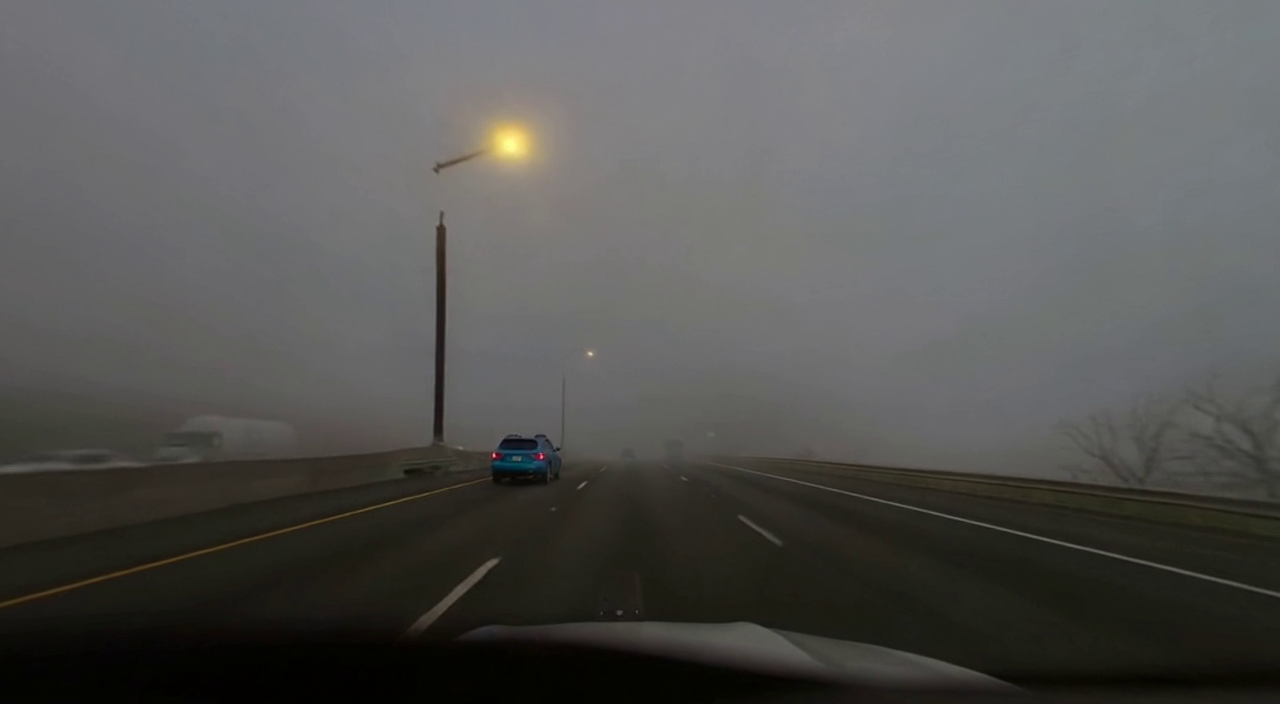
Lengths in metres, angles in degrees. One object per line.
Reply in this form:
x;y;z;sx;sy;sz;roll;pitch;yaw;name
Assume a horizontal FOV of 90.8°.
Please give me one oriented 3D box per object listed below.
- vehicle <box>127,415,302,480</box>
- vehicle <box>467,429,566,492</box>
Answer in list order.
-23.303;5.360;35.616;3.133;3.158;9.667;0;-9;0;vehicle
-3.875;3.519;20.854;2.205;1.773;5.124;0;-9;0;vehicle
